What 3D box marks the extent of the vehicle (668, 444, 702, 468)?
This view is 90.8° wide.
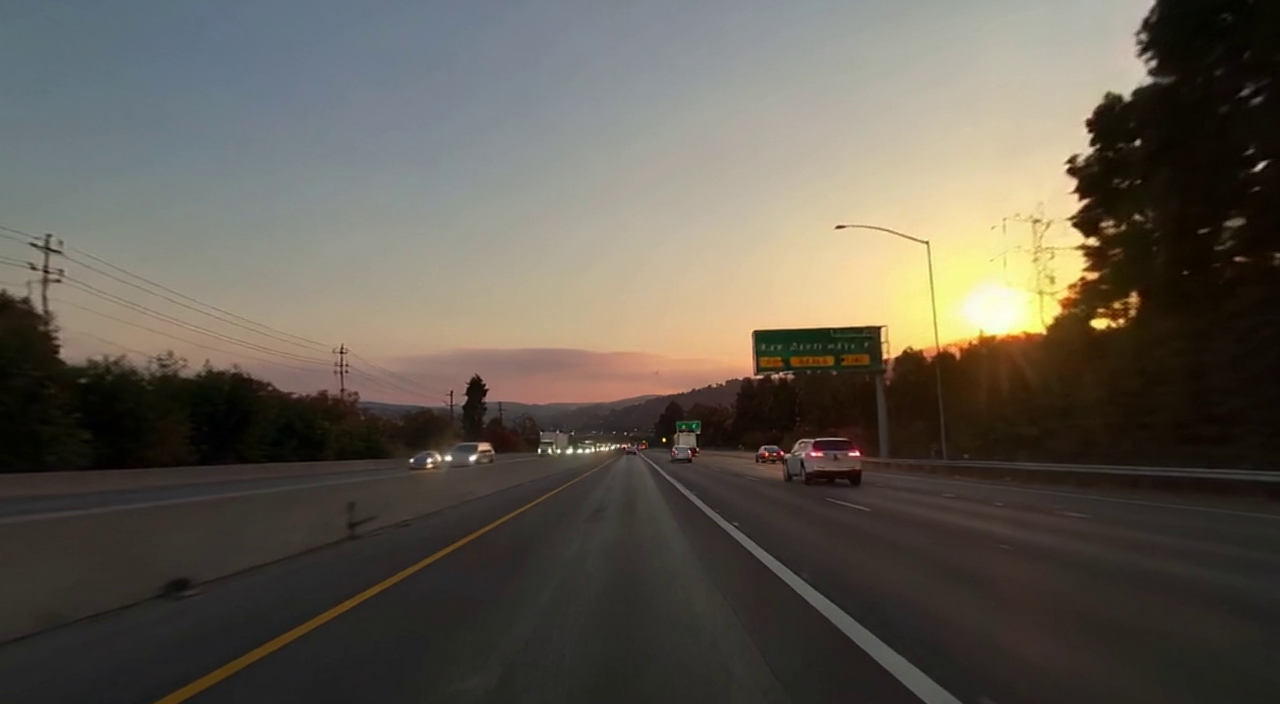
[{"bbox_3d":[3.160,7.420,45.150,2.018,1.600,4.121,0,-9,-2],"label":"vehicle"}]

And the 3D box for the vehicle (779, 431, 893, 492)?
[{"bbox_3d":[6.717,3.835,22.463,2.244,1.858,5.414,0,-9,-1],"label":"vehicle"}]

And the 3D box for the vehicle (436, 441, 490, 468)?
[{"bbox_3d":[-12.161,7.102,43.766,2.180,1.736,5.401,0,-9,0],"label":"vehicle"}]
